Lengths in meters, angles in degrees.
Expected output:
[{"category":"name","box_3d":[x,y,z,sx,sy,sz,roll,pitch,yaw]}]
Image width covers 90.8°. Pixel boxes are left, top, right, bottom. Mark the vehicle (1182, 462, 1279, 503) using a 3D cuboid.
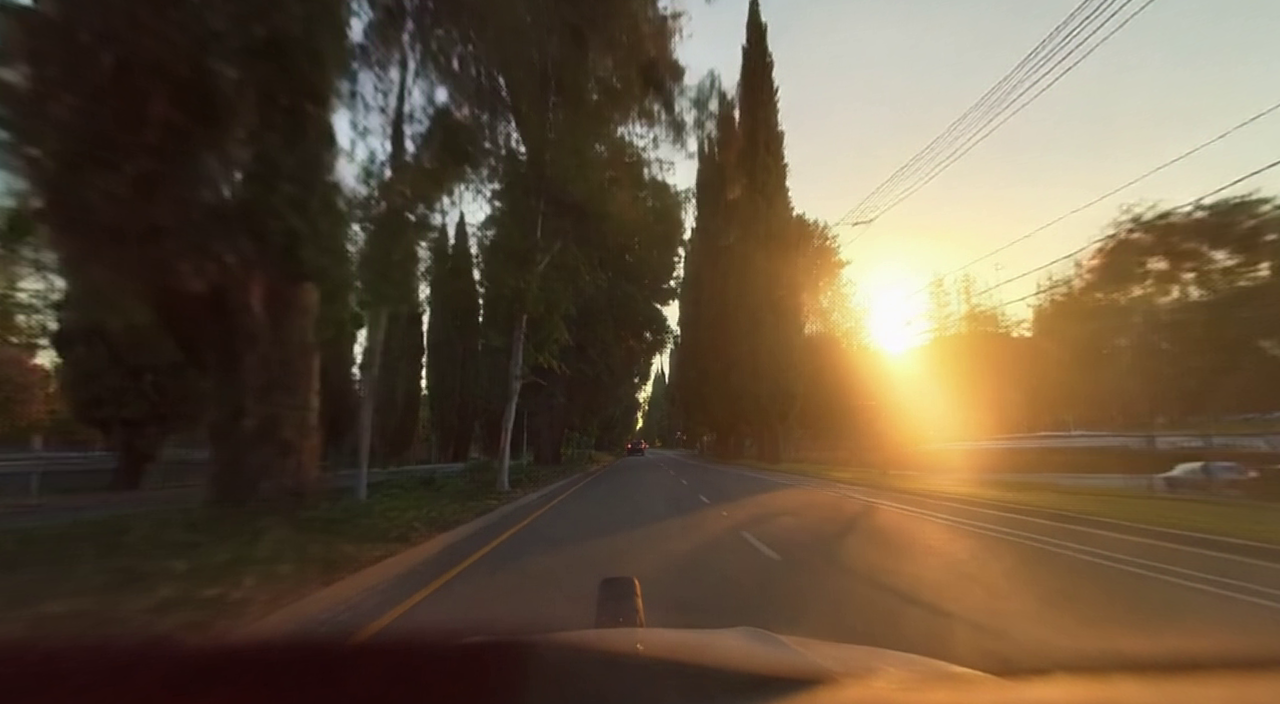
[{"category":"vehicle","box_3d":[23.920,5.037,24.563,3.911,1.449,1.773,-1,-9,4]}]
